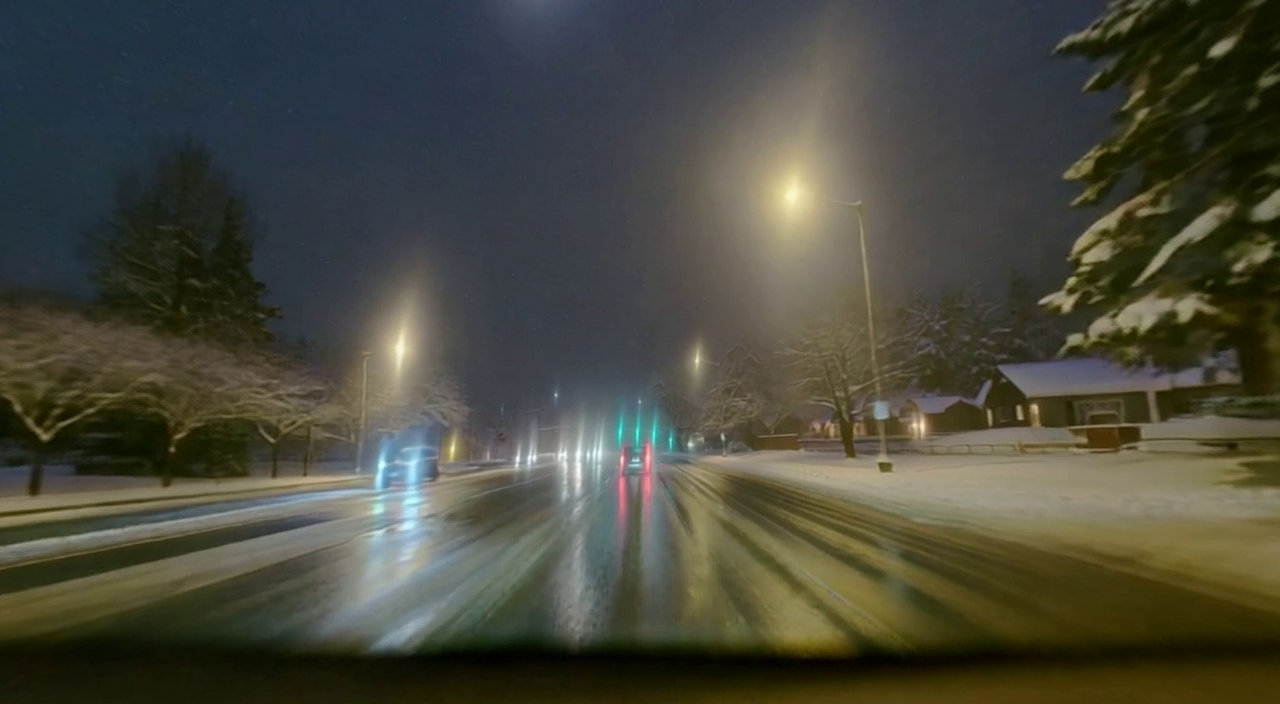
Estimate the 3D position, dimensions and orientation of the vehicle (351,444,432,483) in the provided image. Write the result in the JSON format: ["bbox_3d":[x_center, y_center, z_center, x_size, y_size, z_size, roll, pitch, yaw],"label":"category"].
[{"bbox_3d":[-13.660,6.168,35.105,2.301,1.967,5.468,0,-9,0],"label":"vehicle"}]

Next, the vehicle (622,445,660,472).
[{"bbox_3d":[0.091,6.333,37.620,2.106,1.517,4.375,0,-9,1],"label":"vehicle"}]

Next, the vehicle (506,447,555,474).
[{"bbox_3d":[-6.352,6.348,36.970,2.014,1.472,4.357,0,-9,1],"label":"vehicle"}]
